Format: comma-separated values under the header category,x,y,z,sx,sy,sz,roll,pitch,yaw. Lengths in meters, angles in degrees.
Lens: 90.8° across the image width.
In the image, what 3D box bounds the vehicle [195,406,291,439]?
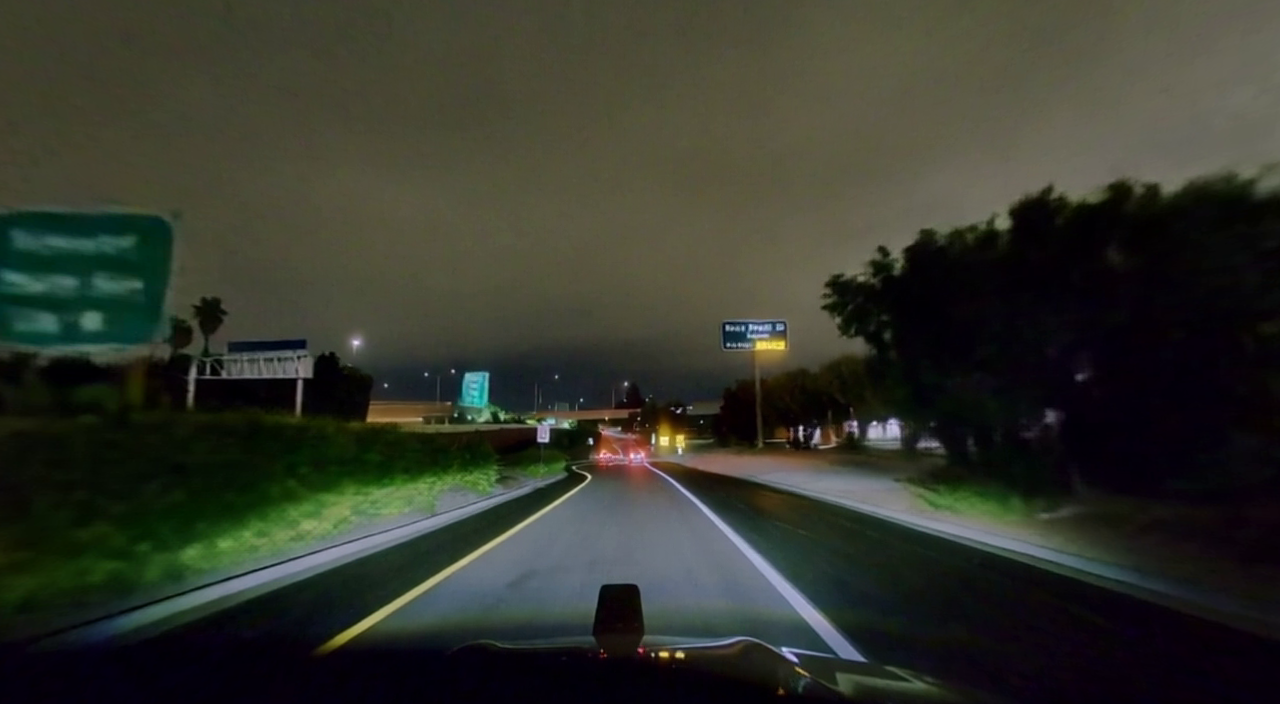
category,x,y,z,sx,sy,sz,roll,pitch,yaw
vehicle,-19.966,3.635,32.033,1.931,1.451,4.683,0,-9,-2
